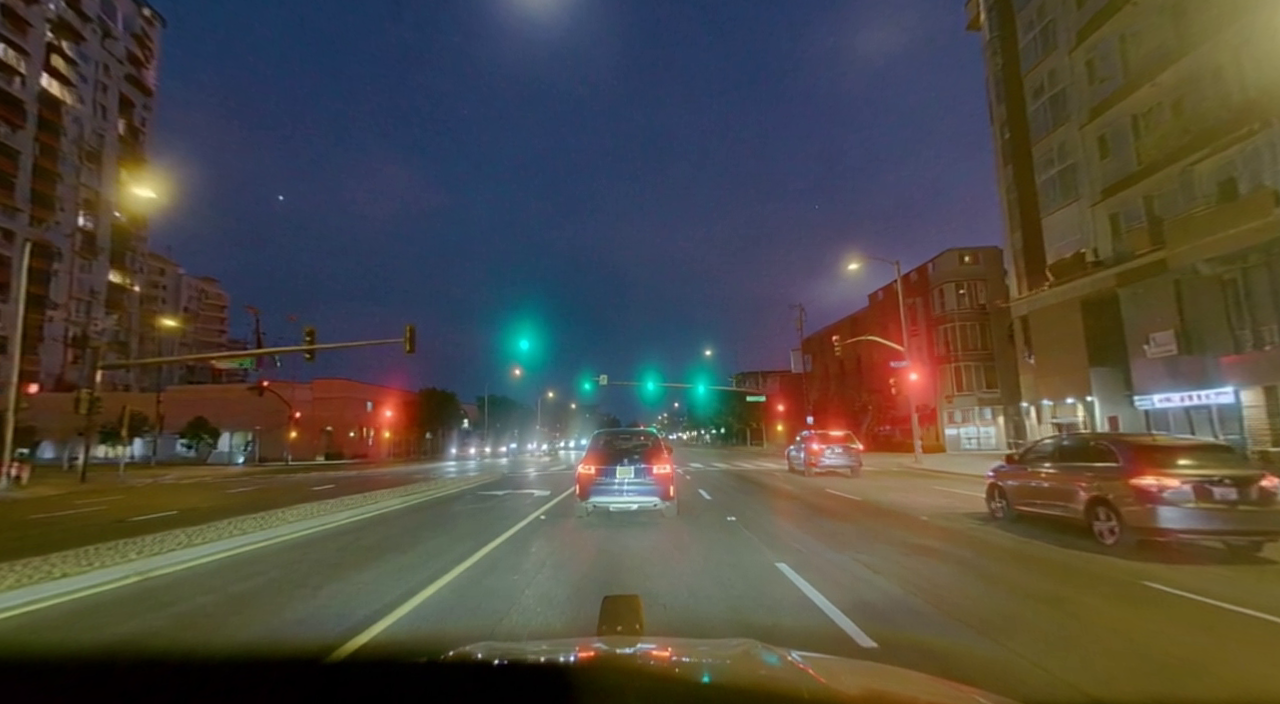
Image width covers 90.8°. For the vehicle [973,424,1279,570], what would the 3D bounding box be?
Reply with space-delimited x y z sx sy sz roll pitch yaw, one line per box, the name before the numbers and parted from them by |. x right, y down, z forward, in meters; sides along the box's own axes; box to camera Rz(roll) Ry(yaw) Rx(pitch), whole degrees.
vehicle | 6.447 1.736 8.355 1.768 1.417 4.213 0 -9 0

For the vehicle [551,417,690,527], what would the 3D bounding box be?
vehicle | -0.303 2.060 11.304 2.032 1.593 3.896 0 -9 0

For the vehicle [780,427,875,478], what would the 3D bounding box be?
vehicle | 6.474 3.549 22.383 1.963 1.611 4.359 0 -9 -1
